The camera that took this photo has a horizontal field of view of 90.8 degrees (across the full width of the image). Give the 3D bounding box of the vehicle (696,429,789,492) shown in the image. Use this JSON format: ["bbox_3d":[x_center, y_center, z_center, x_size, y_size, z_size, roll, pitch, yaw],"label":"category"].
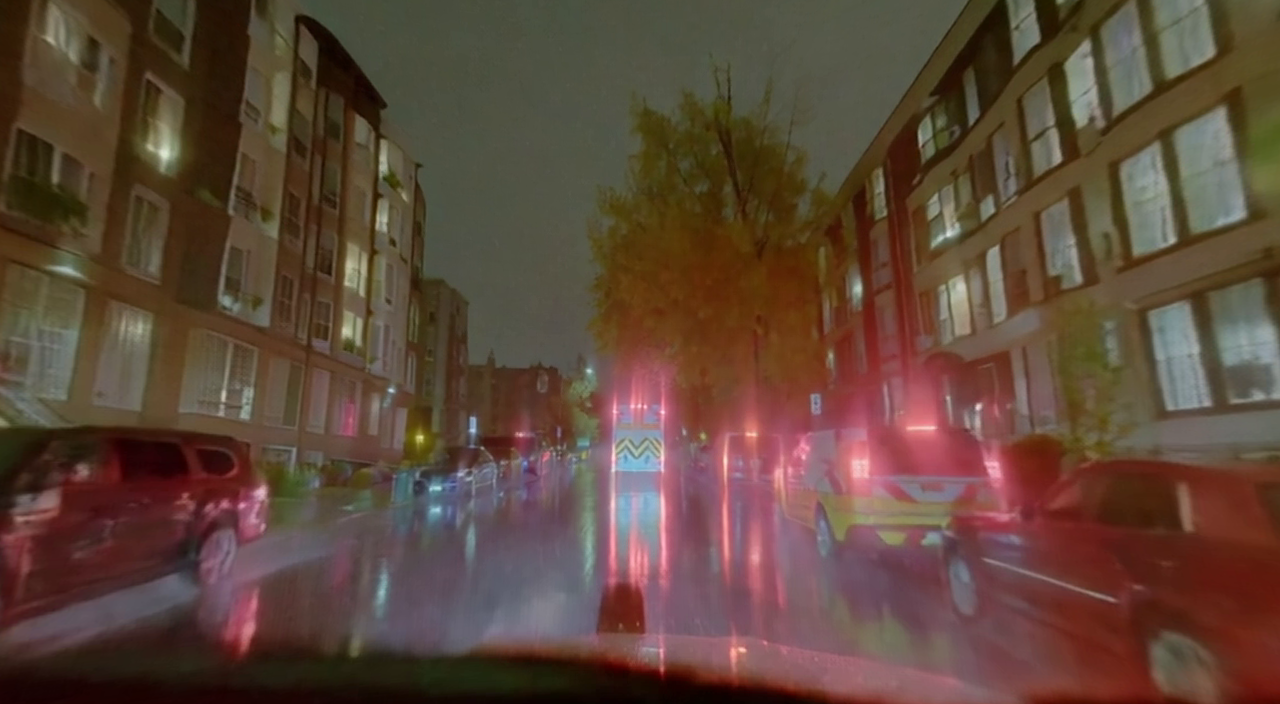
[{"bbox_3d":[3.324,3.687,21.849,2.232,1.860,5.593,0,-9,-1],"label":"vehicle"}]

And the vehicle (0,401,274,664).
[{"bbox_3d":[-5.305,1.392,5.300,1.923,1.755,4.316,-1,-9,-1],"label":"vehicle"}]

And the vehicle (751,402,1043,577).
[{"bbox_3d":[3.202,1.848,9.330,2.152,1.868,4.976,0,-9,0],"label":"vehicle"}]

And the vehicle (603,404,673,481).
[{"bbox_3d":[-0.102,4.131,28.751,2.754,3.008,7.730,0,-9,0],"label":"vehicle"}]

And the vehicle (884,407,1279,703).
[{"bbox_3d":[3.350,1.210,4.019,1.876,1.491,4.507,0,-9,1],"label":"vehicle"}]

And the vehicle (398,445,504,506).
[{"bbox_3d":[-5.625,3.689,19.435,1.967,1.492,4.781,-4,-8,-2],"label":"vehicle"}]
